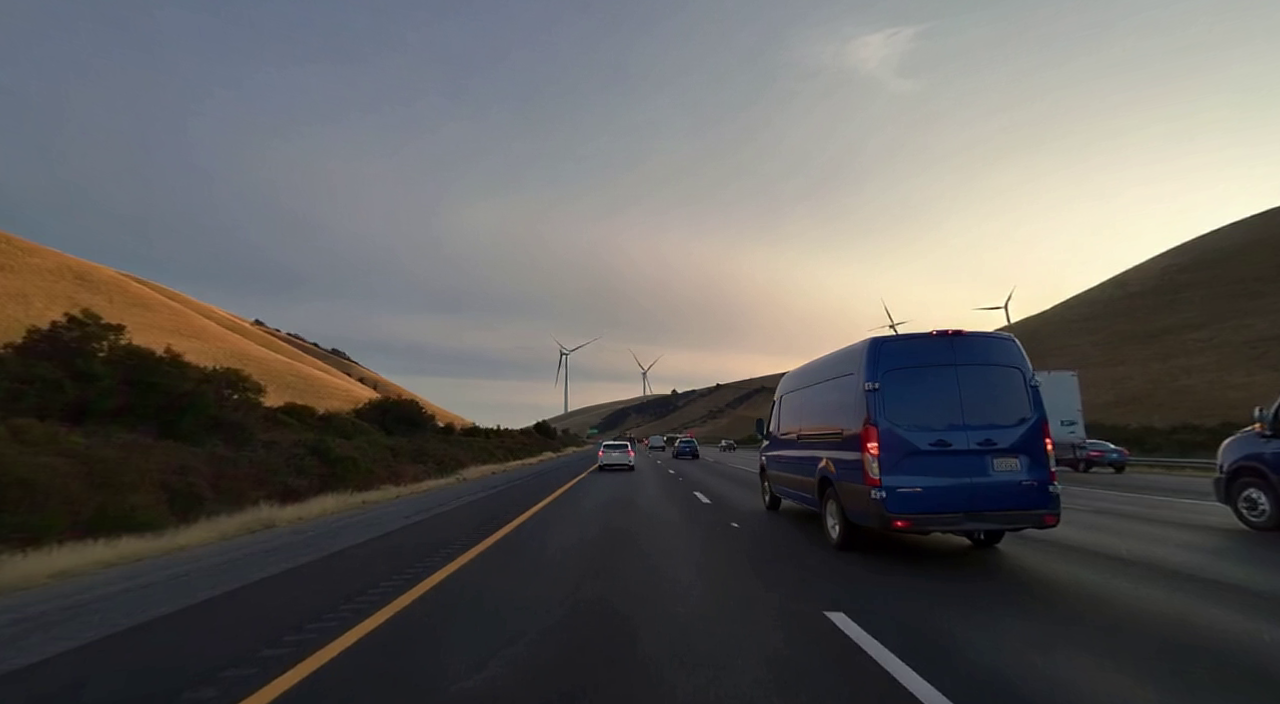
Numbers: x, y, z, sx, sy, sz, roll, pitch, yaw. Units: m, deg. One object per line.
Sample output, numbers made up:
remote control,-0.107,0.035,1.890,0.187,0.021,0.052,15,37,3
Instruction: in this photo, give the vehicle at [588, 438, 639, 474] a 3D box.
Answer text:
vehicle,-1.134,4.595,28.070,2.082,1.445,3.826,0,-8,-1

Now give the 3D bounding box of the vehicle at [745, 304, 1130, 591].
vehicle,3.186,1.264,8.706,2.365,2.630,5.754,0,-8,-1

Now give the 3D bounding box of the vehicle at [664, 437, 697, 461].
vehicle,2.983,7.229,47.314,2.108,1.717,3.996,0,-8,-2
